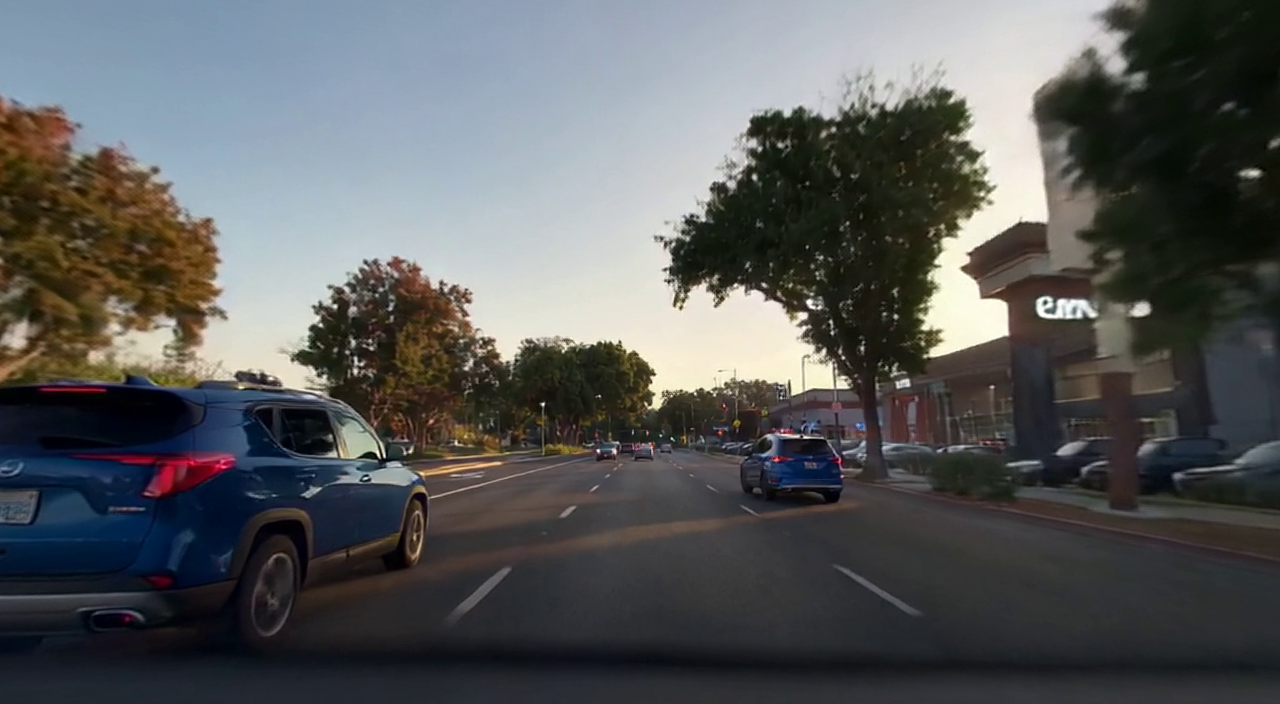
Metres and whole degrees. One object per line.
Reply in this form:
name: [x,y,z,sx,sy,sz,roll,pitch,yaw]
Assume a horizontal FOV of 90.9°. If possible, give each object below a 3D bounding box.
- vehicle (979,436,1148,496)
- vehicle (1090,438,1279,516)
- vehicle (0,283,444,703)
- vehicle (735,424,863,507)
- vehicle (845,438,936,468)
vehicle: [13.351,3.597,20.406,1.880,1.671,5.180,0,-8,0]
vehicle: [13.350,2.839,14.987,1.845,1.497,4.709,-2,-8,1]
vehicle: [-3.399,1.009,4.881,2.210,1.925,4.838,0,-8,0]
vehicle: [3.823,2.819,16.079,2.024,1.773,4.431,1,-8,-1]
vehicle: [15.146,6.110,38.255,4.647,1.725,1.991,0,-8,1]
